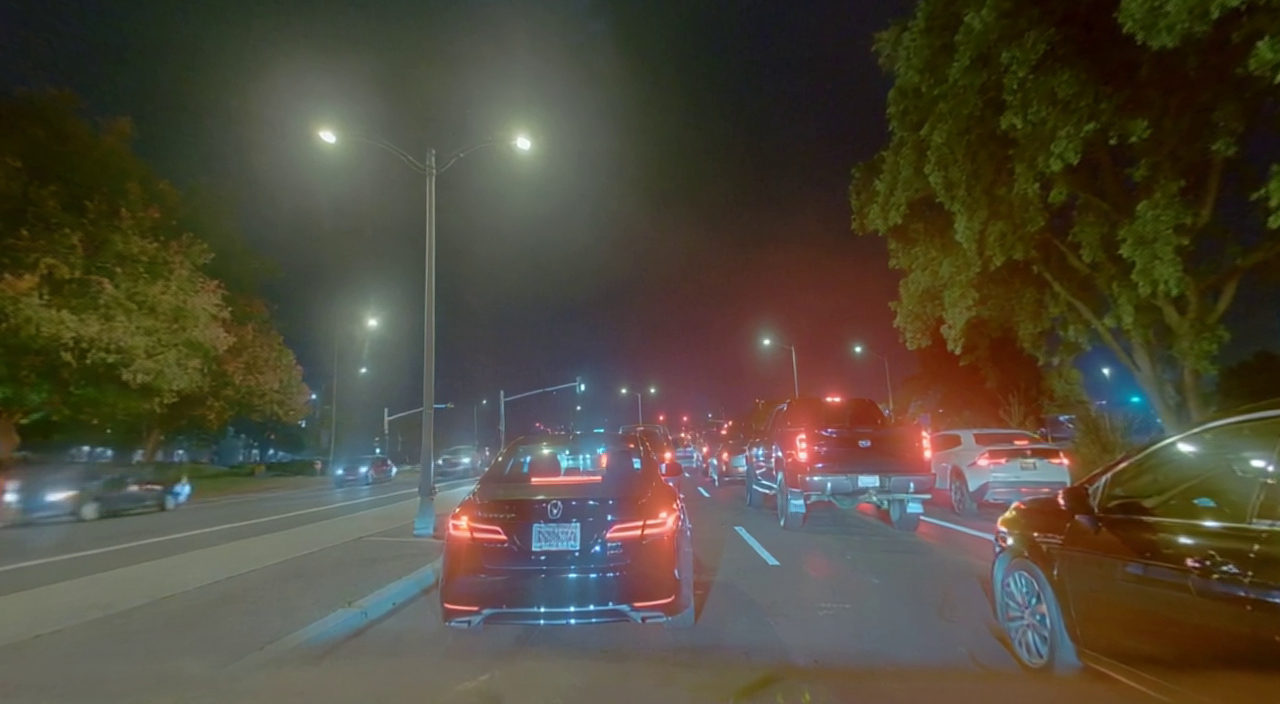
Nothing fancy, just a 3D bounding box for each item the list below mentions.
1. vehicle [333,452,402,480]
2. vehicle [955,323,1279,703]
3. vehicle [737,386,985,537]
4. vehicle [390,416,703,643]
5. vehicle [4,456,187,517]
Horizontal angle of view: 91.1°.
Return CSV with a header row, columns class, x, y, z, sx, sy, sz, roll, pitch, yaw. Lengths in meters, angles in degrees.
class,x,y,z,sx,sy,sz,roll,pitch,yaw
vehicle,-16.152,6.750,37.428,1.921,1.499,4.566,0,-9,2
vehicle,3.165,0.756,2.064,1.982,1.709,4.427,0,-9,1
vehicle,3.524,1.952,11.688,2.444,2.098,5.766,0,-9,-1
vehicle,-0.577,1.495,6.314,2.111,1.506,4.018,0,-9,2
vehicle,-15.831,3.892,18.599,1.792,1.527,4.002,0,-9,0
